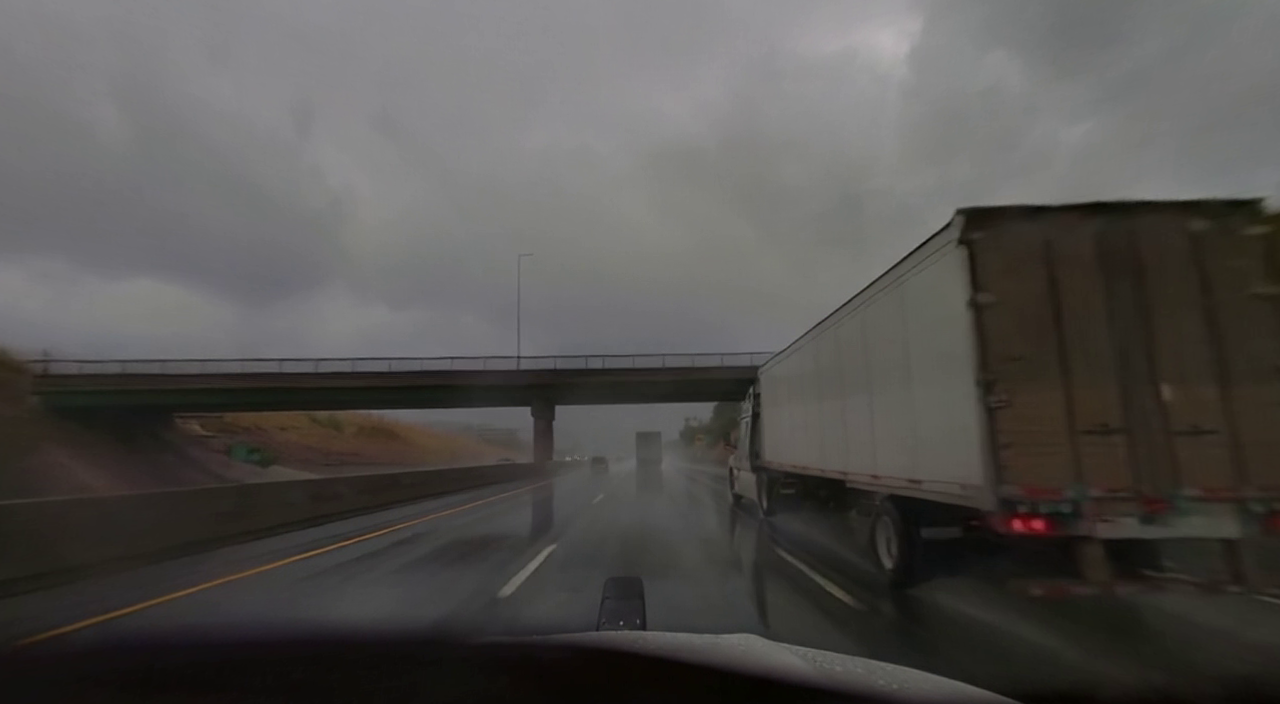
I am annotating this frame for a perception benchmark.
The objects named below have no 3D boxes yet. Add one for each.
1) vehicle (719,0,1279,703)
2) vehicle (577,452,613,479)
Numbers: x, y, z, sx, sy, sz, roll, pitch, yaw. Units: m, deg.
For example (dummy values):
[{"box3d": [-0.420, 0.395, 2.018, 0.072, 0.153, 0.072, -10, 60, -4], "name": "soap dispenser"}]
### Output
[{"box3d": [4.074, 1.158, 11.550, 3.131, 4.037, 16.729, 0, -9, 0], "name": "vehicle"}, {"box3d": [-2.844, 7.303, 40.890, 2.007, 1.647, 3.854, 0, -9, 0], "name": "vehicle"}]
